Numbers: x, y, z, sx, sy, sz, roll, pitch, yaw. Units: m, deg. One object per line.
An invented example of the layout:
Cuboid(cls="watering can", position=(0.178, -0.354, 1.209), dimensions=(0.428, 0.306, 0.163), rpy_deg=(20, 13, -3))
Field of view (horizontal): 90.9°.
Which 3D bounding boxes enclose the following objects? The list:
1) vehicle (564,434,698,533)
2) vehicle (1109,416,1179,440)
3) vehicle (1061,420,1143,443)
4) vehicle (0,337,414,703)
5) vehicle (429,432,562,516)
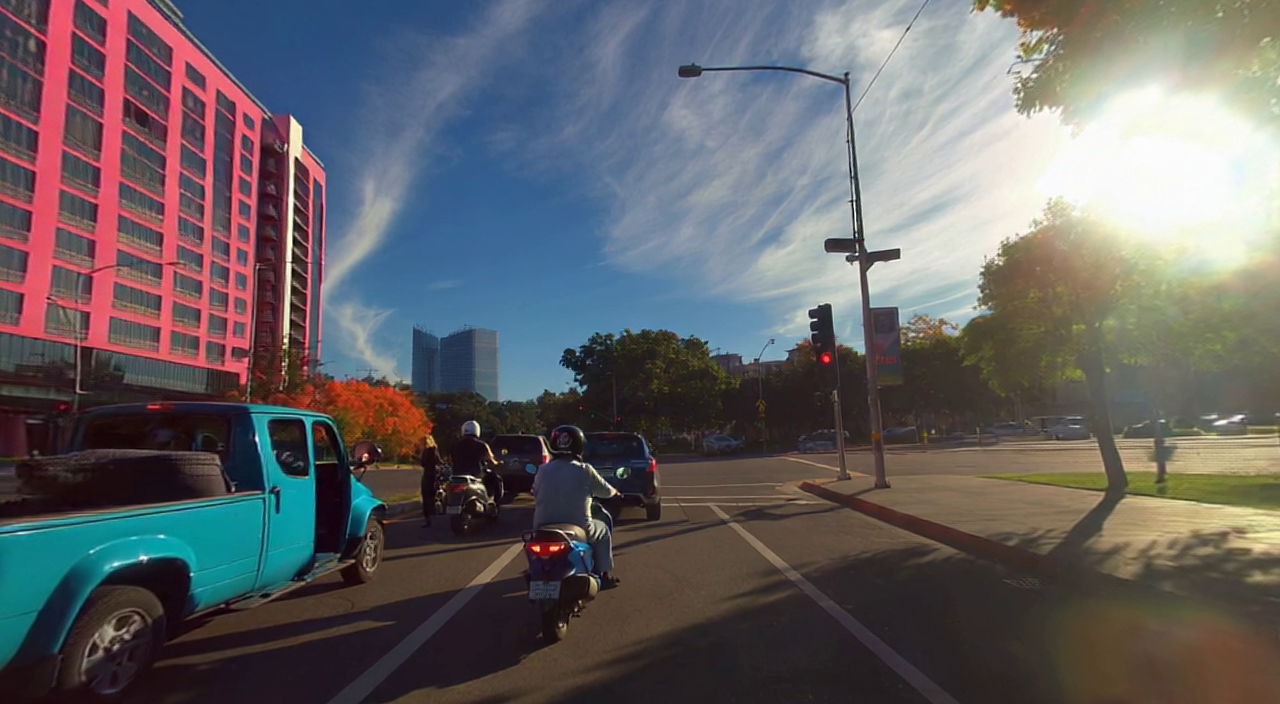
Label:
Cuboid(cls="vehicle", position=(-0.099, 2.302, 11.622), dimensions=(2.025, 1.458, 4.085), rpy_deg=(-1, -9, 1))
Cuboid(cls="vehicle", position=(37.052, 5.611, 46.378), dimensions=(1.716, 1.543, 3.682), rpy_deg=(8, -12, -41))
Cuboid(cls="vehicle", position=(30.826, 5.334, 42.113), dimensions=(1.751, 1.420, 4.027), rpy_deg=(8, -12, -43))
Cuboid(cls="vehicle", position=(-3.582, 1.169, 4.626), dimensions=(2.000, 1.809, 4.855), rpy_deg=(0, -9, 1))
Cuboid(cls="vehicle", position=(-3.098, 2.711, 14.451), dimensions=(1.935, 1.615, 4.073), rpy_deg=(-1, -9, 2))
